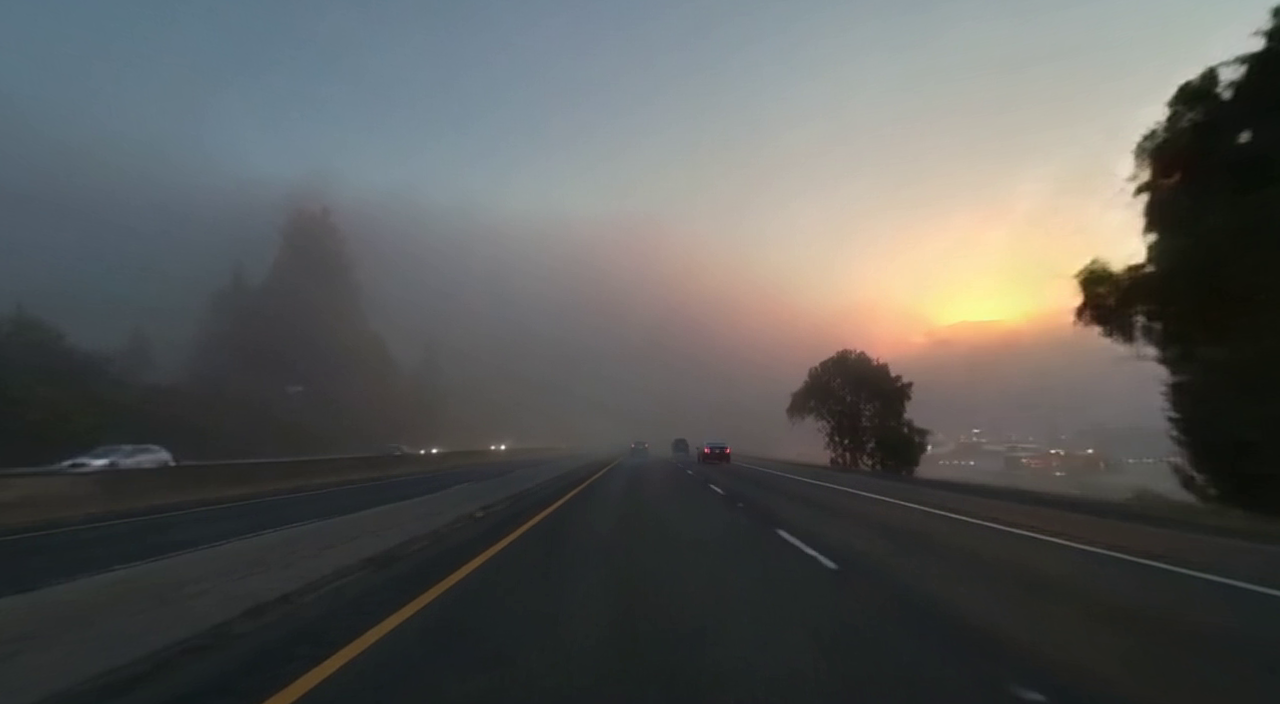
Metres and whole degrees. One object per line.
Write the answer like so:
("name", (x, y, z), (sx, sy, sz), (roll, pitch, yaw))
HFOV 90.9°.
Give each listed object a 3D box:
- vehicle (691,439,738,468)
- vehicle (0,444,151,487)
("vehicle", (4.104, 5.617, 35.193), (2.062, 1.518, 4.026), (0, -8, -1))
("vehicle", (-28.135, 5.618, 31.773), (2.185, 1.939, 5.801), (0, -8, 1))
